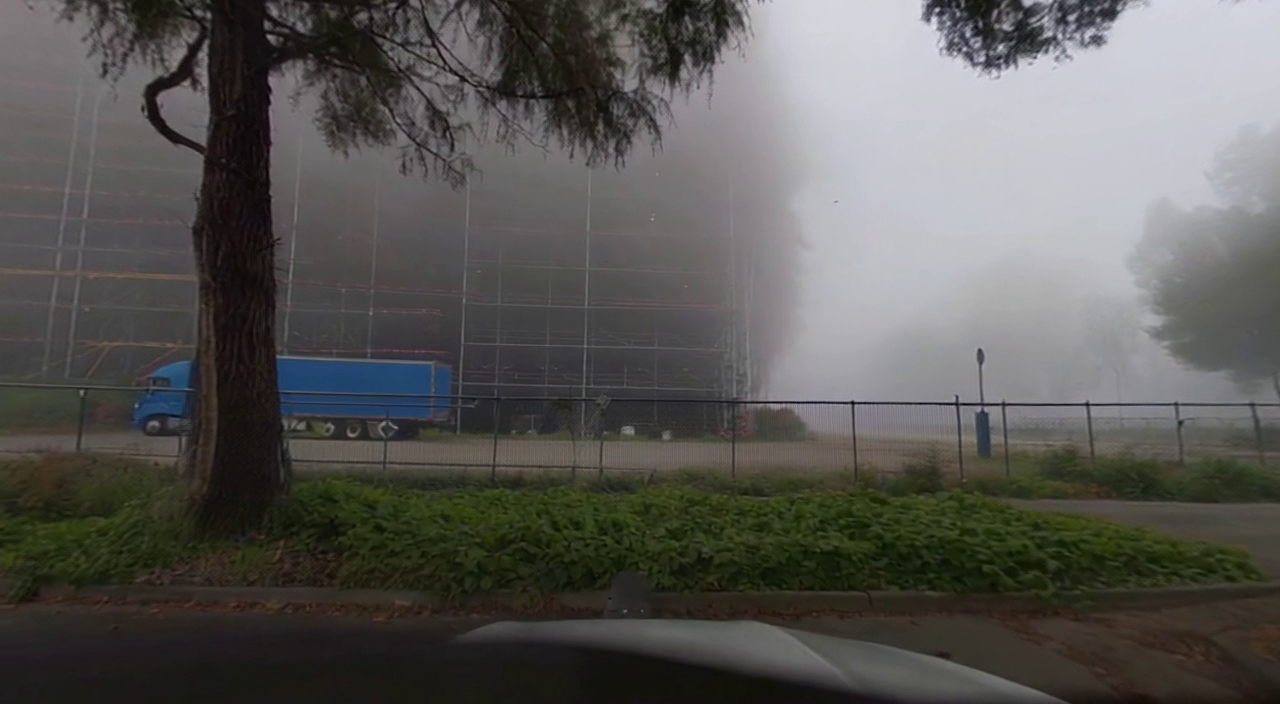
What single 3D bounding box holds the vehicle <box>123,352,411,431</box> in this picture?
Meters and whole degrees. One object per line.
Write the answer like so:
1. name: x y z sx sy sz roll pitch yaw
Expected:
1. vehicle: -21.205 2.497 37.041 14.067 4.099 2.832 2 -8 -13
